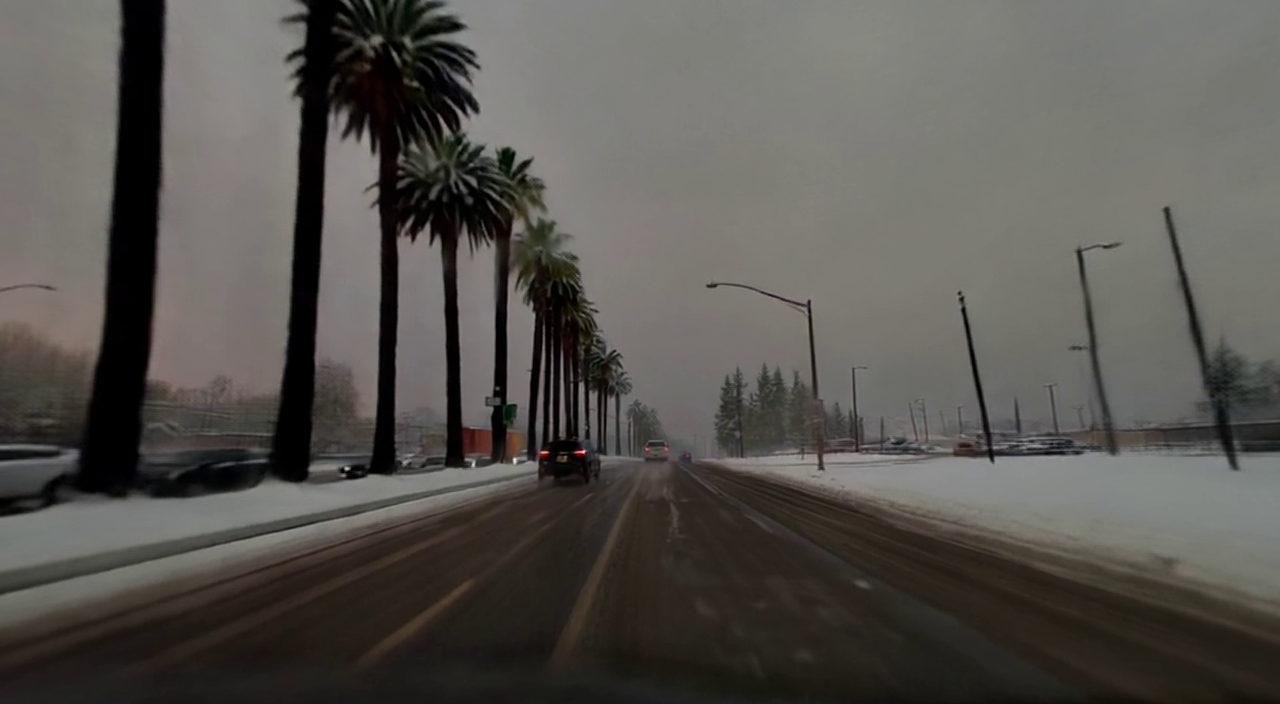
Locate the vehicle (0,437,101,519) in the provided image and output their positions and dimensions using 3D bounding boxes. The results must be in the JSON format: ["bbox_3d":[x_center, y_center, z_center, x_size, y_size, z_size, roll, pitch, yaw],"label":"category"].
[{"bbox_3d":[-16.281,3.034,15.188,2.142,1.913,4.745,0,-8,2],"label":"vehicle"}]

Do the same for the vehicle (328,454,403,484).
[{"bbox_3d":[-15.678,6.702,36.185,2.195,1.559,4.362,0,-8,3],"label":"vehicle"}]

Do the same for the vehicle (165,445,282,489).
[{"bbox_3d":[-20.212,5.564,30.792,2.146,1.913,4.993,0,-8,2],"label":"vehicle"}]

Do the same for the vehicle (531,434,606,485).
[{"bbox_3d":[-2.732,4.273,25.305,2.188,1.819,4.667,-1,-8,4],"label":"vehicle"}]
